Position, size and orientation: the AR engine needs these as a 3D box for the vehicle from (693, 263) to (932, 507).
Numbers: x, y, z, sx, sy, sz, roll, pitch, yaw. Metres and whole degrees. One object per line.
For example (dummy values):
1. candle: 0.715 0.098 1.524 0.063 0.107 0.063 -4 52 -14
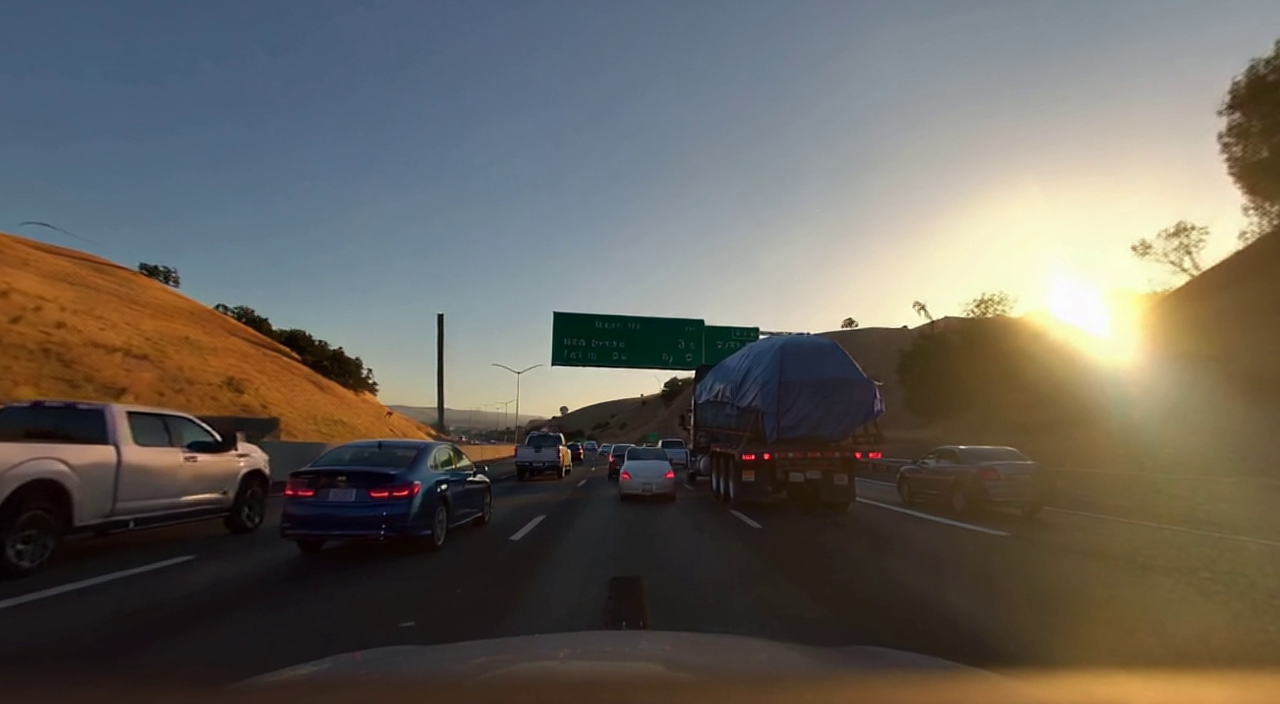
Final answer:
1. vehicle: 3.293 1.297 15.944 2.759 4.098 10.906 0 -8 -1

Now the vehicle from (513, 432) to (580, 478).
1. vehicle: -3.973 4.491 27.791 2.348 1.821 5.061 0 -8 -2

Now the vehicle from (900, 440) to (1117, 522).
1. vehicle: 7.726 2.705 13.856 2.092 1.495 4.194 0 -8 -3

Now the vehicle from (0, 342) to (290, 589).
1. vehicle: -7.607 1.248 7.173 3.150 2.303 7.133 0 -8 0

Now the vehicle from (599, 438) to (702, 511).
1. vehicle: 0.159 2.797 14.928 2.105 1.471 3.978 0 -8 -2

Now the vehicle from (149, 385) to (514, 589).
1. vehicle: -3.427 1.647 8.668 2.318 1.902 5.374 0 -8 0
